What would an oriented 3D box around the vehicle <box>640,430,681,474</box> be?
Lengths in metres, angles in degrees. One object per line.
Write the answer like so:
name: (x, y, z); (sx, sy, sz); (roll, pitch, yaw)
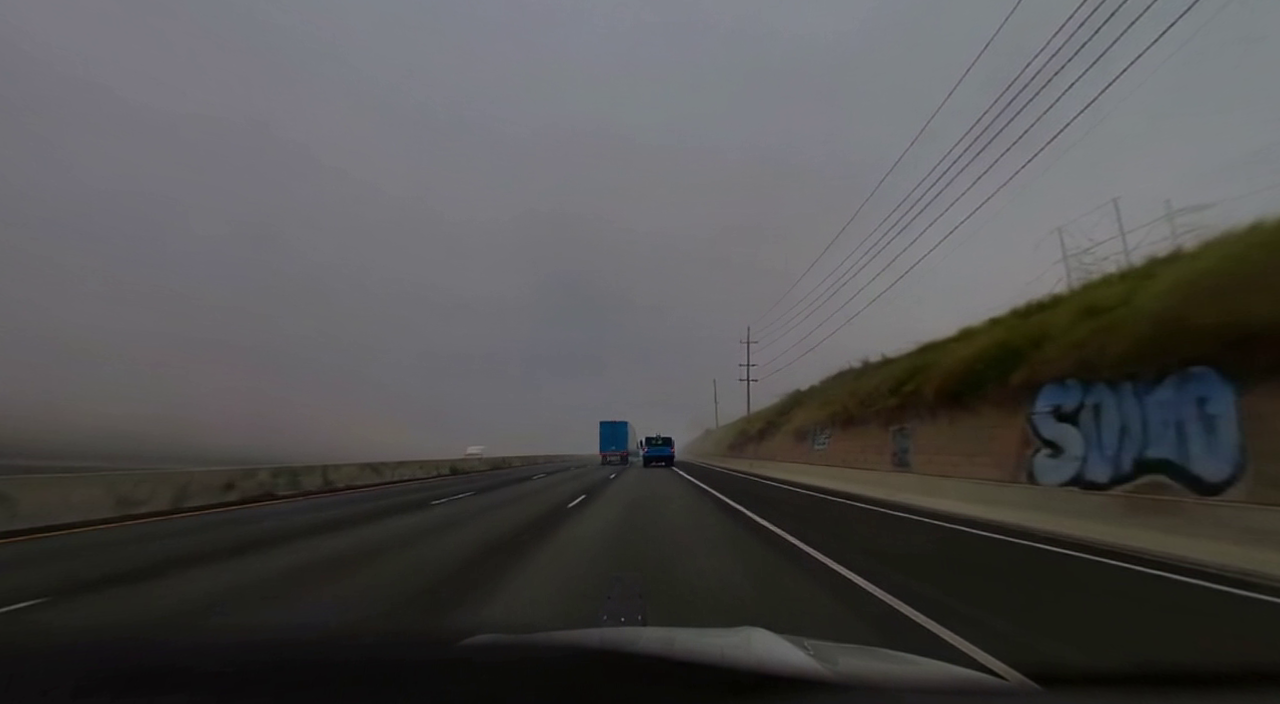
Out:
vehicle: (1.231, 6.471, 41.008); (2.462, 2.627, 5.799); (0, -9, 0)
